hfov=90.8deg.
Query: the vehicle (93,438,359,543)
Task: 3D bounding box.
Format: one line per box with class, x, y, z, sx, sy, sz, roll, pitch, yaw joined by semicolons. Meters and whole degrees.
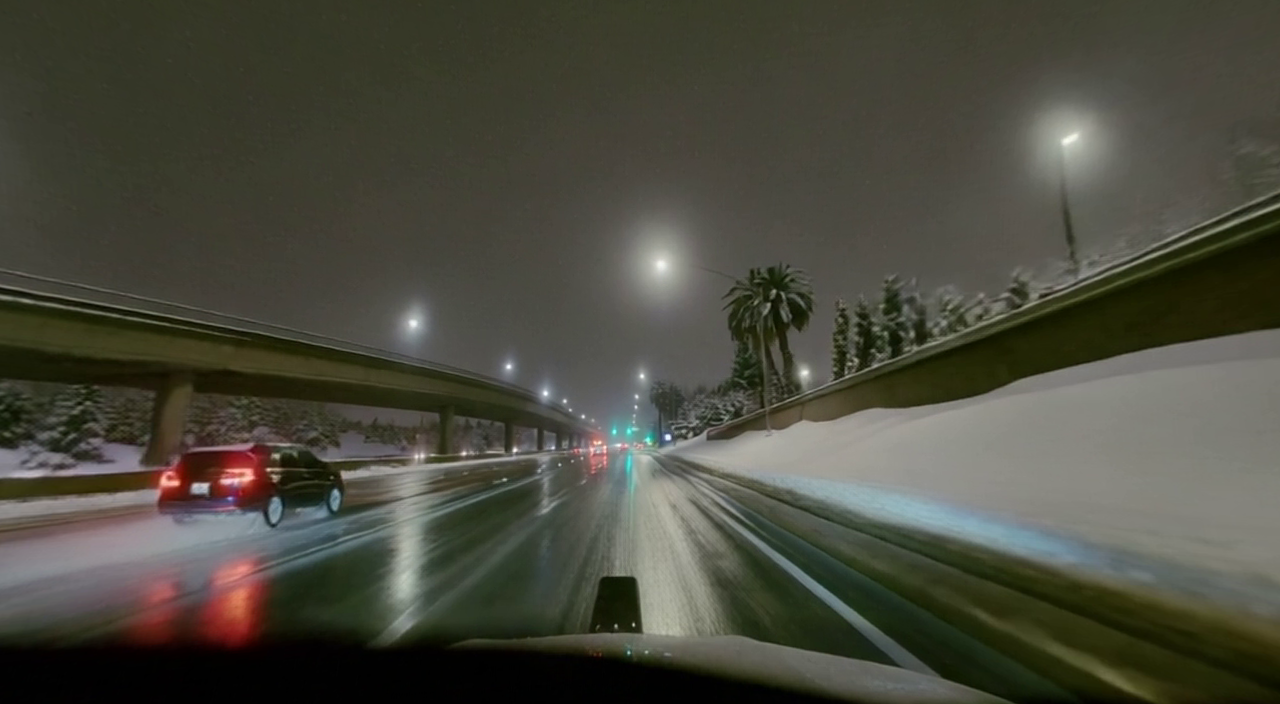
vehicle;-6.986;2.333;11.374;1.914;1.503;4.268;0;-8;-1
